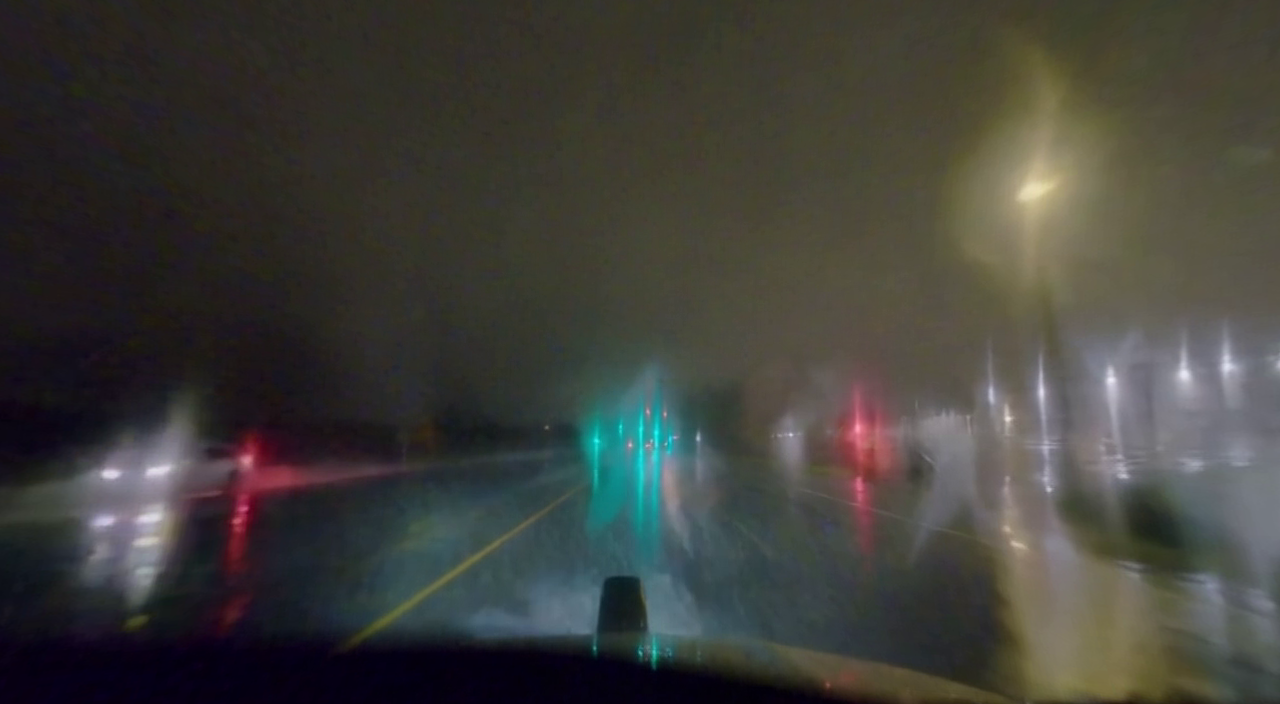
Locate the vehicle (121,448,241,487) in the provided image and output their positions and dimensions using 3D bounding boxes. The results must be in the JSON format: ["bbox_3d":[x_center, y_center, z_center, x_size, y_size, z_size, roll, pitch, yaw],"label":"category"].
[{"bbox_3d":[-21.246,5.340,29.479,1.991,1.618,4.648,-1,-8,1],"label":"vehicle"}]
